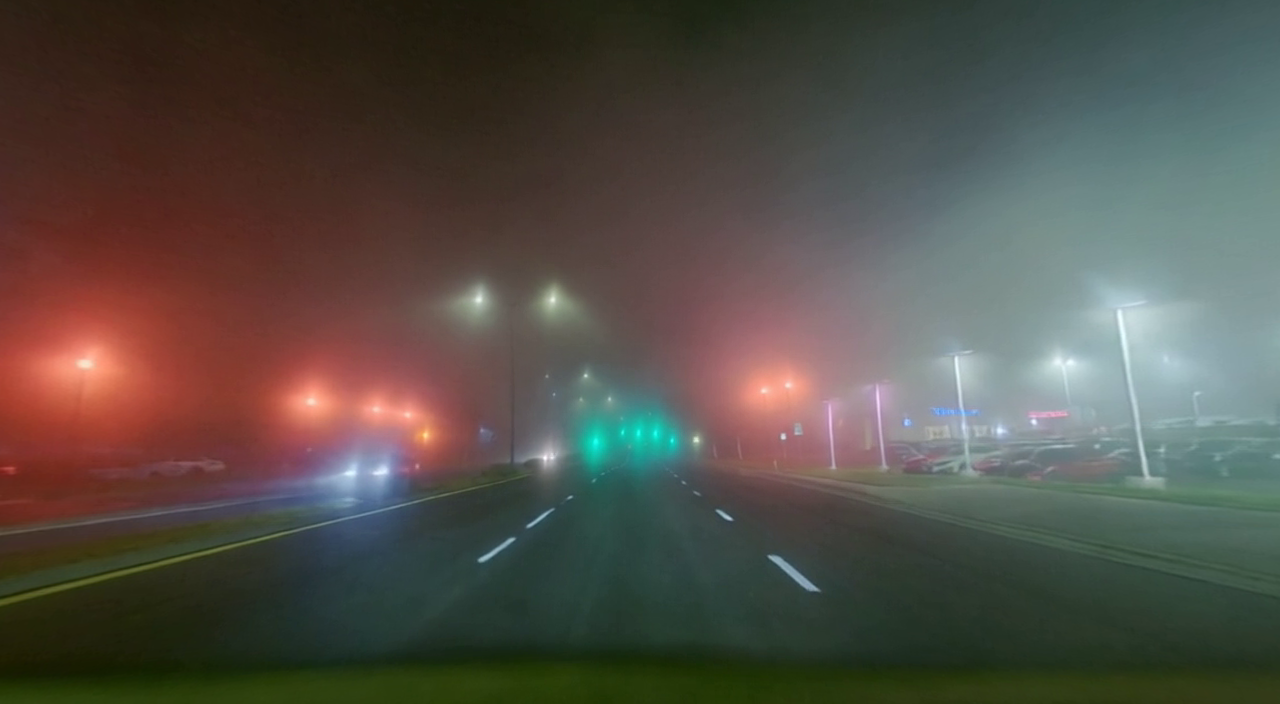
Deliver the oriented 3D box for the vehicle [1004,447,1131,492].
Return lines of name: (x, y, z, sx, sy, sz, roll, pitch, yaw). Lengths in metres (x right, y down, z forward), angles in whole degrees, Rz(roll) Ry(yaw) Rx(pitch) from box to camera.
vehicle: (16.565, 4.479, 24.317, 4.313, 1.584, 2.282, 5, -10, -29)

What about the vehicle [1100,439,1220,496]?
vehicle: (18.588, 4.064, 22.424, 3.754, 1.844, 2.002, 5, -10, -31)

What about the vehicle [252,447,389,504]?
vehicle: (-9.359, 3.614, 18.879, 1.880, 1.461, 4.446, 0, -9, -2)

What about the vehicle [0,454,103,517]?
vehicle: (-20.072, 4.161, 19.766, 2.218, 1.788, 4.604, 0, -9, 0)

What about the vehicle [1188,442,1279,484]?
vehicle: (27.303, 4.835, 27.500, 4.478, 1.746, 2.159, 0, -9, -1)
